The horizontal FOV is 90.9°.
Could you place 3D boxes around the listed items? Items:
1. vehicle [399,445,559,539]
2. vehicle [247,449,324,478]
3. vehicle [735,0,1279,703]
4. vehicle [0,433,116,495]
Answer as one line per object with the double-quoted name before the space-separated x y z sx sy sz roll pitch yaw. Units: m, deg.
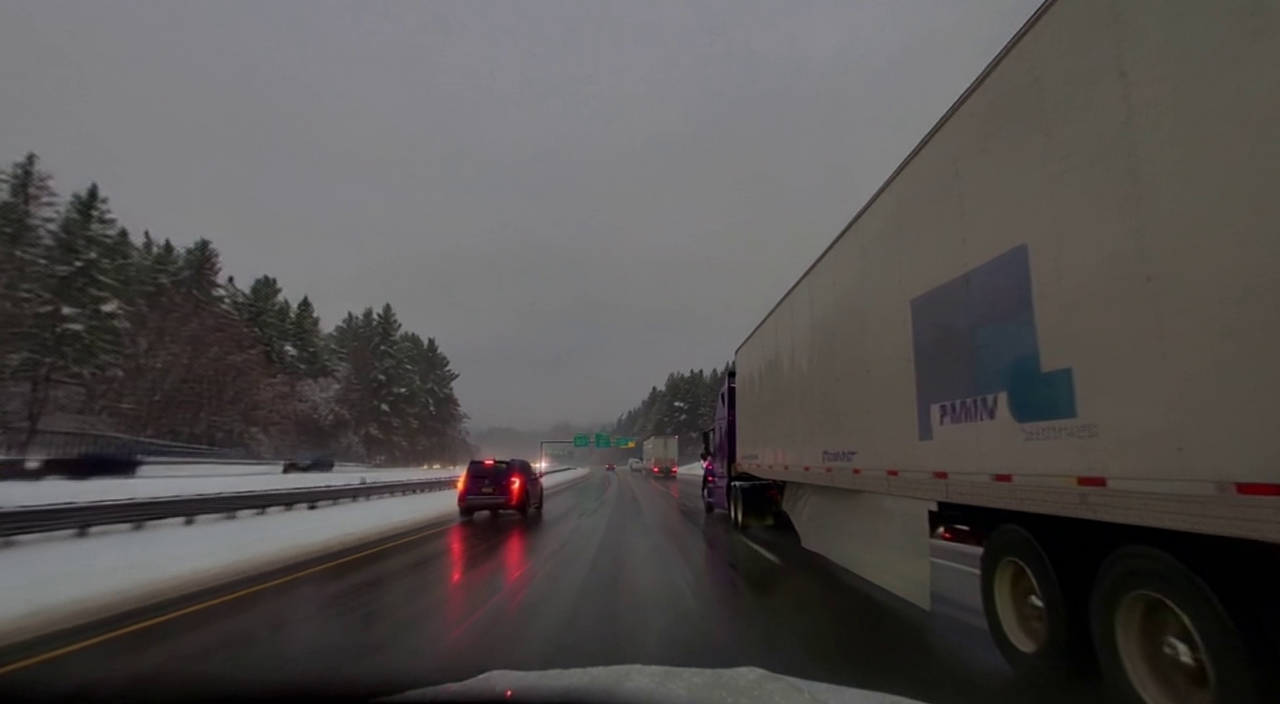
"vehicle" -3.115 2.891 13.460 2.010 1.580 4.949 1 -10 1
"vehicle" -20.266 6.447 36.295 1.872 1.487 4.511 1 -10 -2
"vehicle" 3.726 0.727 7.663 2.856 4.040 14.009 1 -10 -1
"vehicle" -16.108 2.888 16.299 1.760 1.457 3.788 1 -10 -1
